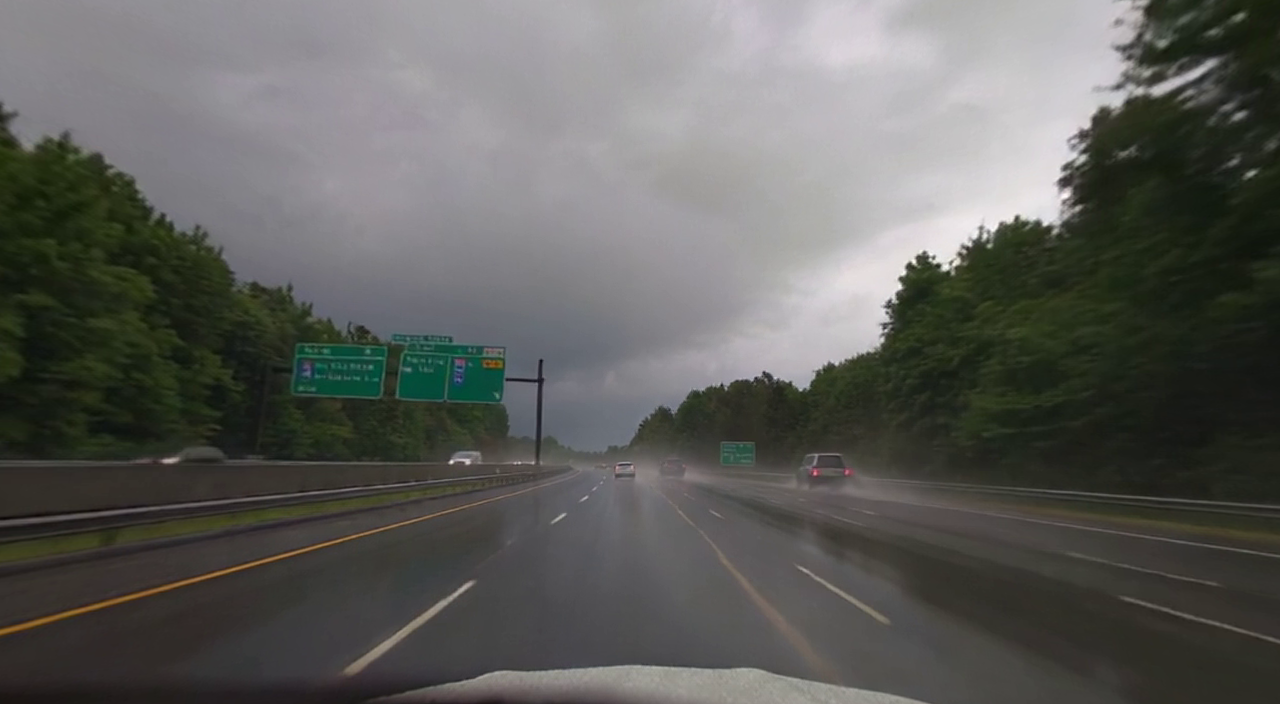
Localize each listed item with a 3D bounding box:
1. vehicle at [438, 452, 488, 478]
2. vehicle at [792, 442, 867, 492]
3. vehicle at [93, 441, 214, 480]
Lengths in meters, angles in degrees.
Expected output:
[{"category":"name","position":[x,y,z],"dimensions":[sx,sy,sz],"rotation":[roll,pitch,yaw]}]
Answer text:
[{"category":"vehicle","position":[-11.275,7.281,40.509],"dimensions":[1.965,1.501,4.441],"rotation":[1,-10,-1]},{"category":"vehicle","position":[11.210,6.930,37.953],"dimensions":[2.398,2.721,6.295],"rotation":[1,-11,-2]},{"category":"vehicle","position":[-21.325,4.829,27.864],"dimensions":[1.868,1.546,4.332],"rotation":[1,-10,-1]}]
